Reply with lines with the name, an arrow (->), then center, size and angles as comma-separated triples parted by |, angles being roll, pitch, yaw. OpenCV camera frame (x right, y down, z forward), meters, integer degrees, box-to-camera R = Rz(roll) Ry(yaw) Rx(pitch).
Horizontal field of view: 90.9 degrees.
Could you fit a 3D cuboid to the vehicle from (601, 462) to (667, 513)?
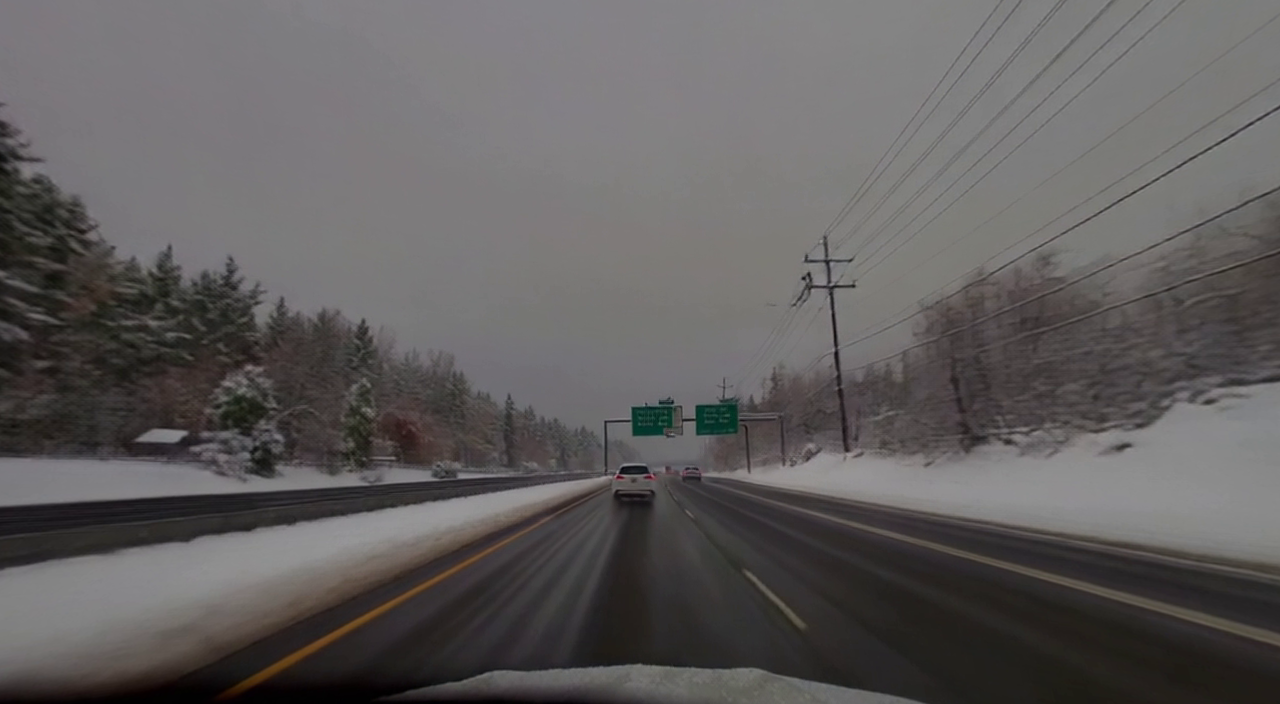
vehicle -> -0.188, 4.427, 20.911 | 1.987, 1.480, 3.786 | 1, -10, 0
